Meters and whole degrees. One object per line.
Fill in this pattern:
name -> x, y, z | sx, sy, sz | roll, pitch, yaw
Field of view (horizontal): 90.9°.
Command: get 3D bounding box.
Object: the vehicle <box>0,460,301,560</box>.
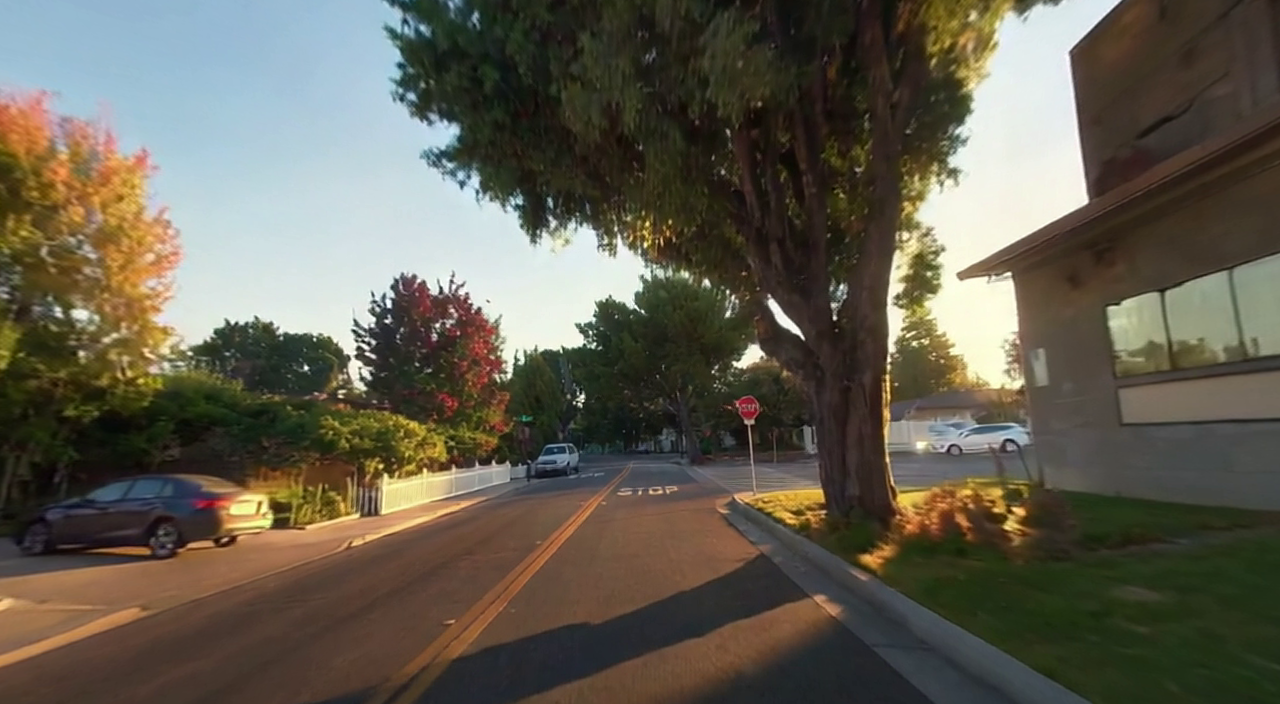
vehicle -> -8.621, 2.723, 11.194 | 4.063, 1.483, 1.939 | -1, -8, -1

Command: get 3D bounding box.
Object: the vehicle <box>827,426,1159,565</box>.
vehicle -> 4.624, 1.954, 9.486 | 2.109, 1.500, 5.070 | 0, -9, 1

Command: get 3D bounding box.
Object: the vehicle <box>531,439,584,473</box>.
vehicle -> -5.231, 6.651, 40.805 | 2.308, 1.899, 6.107 | -1, -8, 3
